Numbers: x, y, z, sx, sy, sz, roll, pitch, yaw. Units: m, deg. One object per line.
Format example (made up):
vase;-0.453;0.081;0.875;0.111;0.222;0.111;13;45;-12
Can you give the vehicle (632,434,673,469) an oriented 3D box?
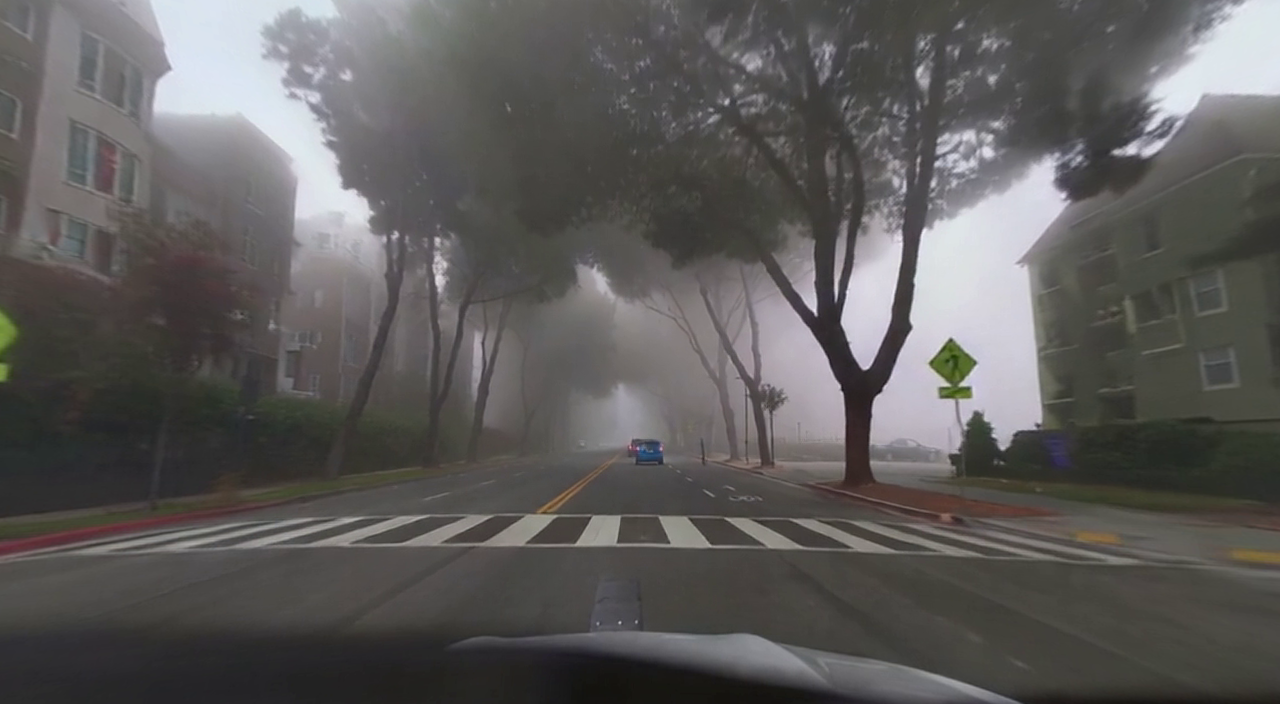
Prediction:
vehicle;0.594;5.169;32.912;1.981;1.703;3.691;0;-9;-1

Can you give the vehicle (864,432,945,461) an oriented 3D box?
vehicle;17.167;6.181;41.044;4.237;1.819;2.245;0;-9;0
